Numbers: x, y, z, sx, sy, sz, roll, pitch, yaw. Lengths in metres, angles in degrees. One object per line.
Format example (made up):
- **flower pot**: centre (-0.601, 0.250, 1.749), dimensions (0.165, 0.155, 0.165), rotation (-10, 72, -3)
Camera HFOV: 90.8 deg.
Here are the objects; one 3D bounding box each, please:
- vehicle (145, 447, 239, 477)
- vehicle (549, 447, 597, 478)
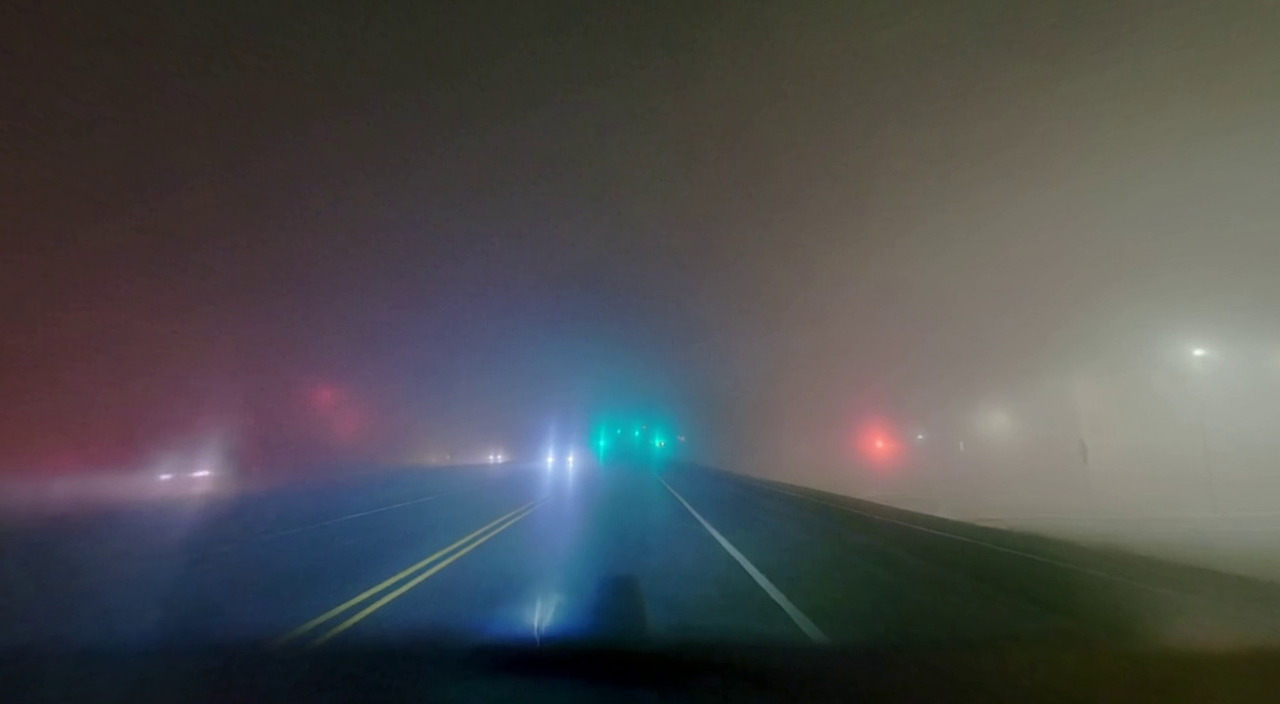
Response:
- **vehicle**: centre (-26.657, 6.550, 37.826), dimensions (2.074, 1.672, 4.834), rotation (0, -9, 0)
- **vehicle**: centre (-3.504, 5.838, 33.604), dimensions (1.722, 1.523, 3.736), rotation (-1, -9, 7)
